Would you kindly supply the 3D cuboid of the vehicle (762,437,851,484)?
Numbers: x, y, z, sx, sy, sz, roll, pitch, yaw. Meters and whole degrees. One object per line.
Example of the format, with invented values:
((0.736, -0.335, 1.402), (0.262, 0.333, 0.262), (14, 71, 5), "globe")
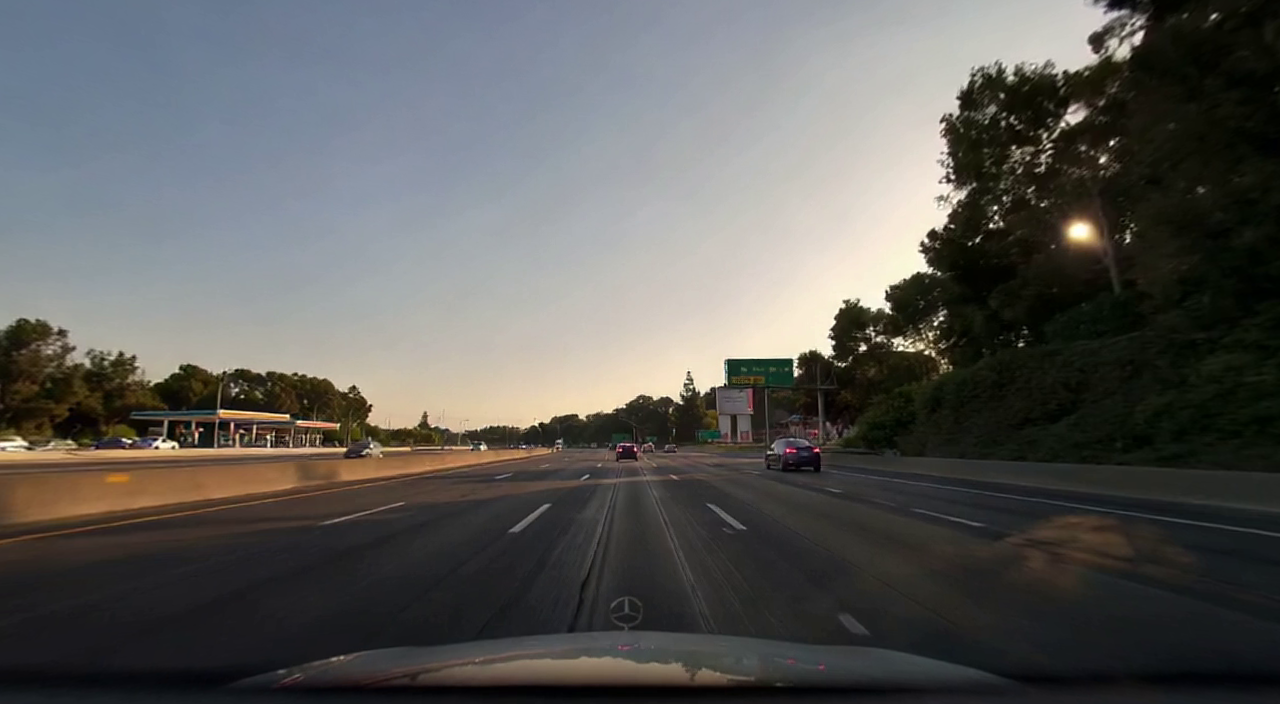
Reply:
((5.615, 3.723, 21.909), (1.867, 1.463, 4.295), (0, -8, -1), "vehicle")

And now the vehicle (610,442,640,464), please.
((-1.060, 7.060, 44.214), (1.999, 1.473, 4.351), (0, -8, -2), "vehicle")
